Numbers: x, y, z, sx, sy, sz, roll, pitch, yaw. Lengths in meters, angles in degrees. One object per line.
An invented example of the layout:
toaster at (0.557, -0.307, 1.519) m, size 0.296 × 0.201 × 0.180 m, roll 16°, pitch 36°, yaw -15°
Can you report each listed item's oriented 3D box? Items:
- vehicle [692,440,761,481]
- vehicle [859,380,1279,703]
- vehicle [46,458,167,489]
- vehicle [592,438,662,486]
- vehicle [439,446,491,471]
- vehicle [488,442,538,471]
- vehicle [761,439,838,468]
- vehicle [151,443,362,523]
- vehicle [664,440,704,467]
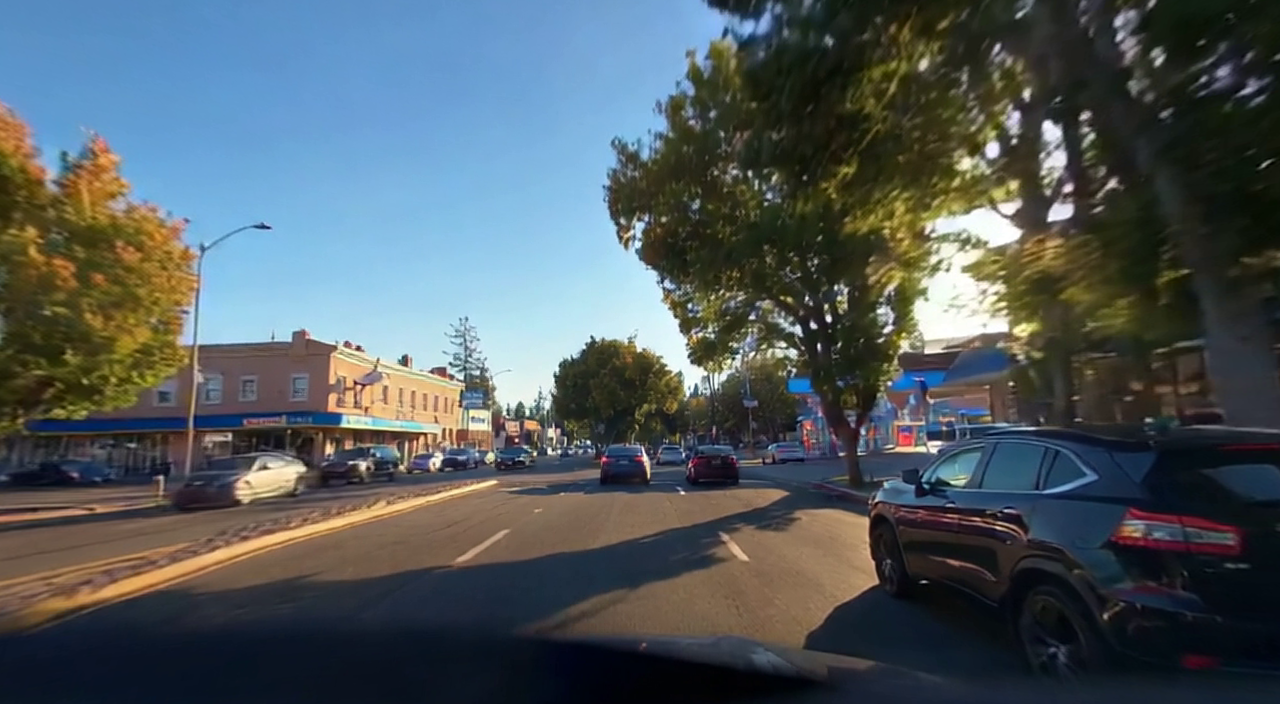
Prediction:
vehicle at (3.326, 4.283, 25.243) m, size 2.060 × 1.471 × 4.168 m, roll 0°, pitch -9°, yaw -1°
vehicle at (3.190, 1.103, 3.825) m, size 2.097 × 1.502 × 4.470 m, roll 0°, pitch -9°, yaw 0°
vehicle at (-27.157, 6.183, 32.289) m, size 4.673 × 1.481 × 1.995 m, roll -2°, pitch -9°, yaw 7°
vehicle at (-0.477, 3.854, 22.515) m, size 2.232 × 1.508 × 4.319 m, roll 0°, pitch -9°, yaw -1°
vehicle at (-11.819, 7.243, 43.129) m, size 2.117 × 1.592 × 4.660 m, roll -1°, pitch -9°, yaw 1°
vehicle at (-7.450, 6.161, 37.489) m, size 2.085 × 1.610 × 4.085 m, roll -1°, pitch -9°, yaw 1°
vehicle at (9.824, 6.279, 39.149) m, size 4.464 × 1.755 × 2.236 m, roll -3°, pitch -9°, yaw 14°
vehicle at (-8.335, 2.853, 14.378) m, size 2.050 × 1.503 × 4.350 m, roll 0°, pitch -9°, yaw 0°
vehicle at (2.679, 6.290, 39.272) m, size 2.098 × 1.527 × 3.966 m, roll 0°, pitch -9°, yaw -2°
